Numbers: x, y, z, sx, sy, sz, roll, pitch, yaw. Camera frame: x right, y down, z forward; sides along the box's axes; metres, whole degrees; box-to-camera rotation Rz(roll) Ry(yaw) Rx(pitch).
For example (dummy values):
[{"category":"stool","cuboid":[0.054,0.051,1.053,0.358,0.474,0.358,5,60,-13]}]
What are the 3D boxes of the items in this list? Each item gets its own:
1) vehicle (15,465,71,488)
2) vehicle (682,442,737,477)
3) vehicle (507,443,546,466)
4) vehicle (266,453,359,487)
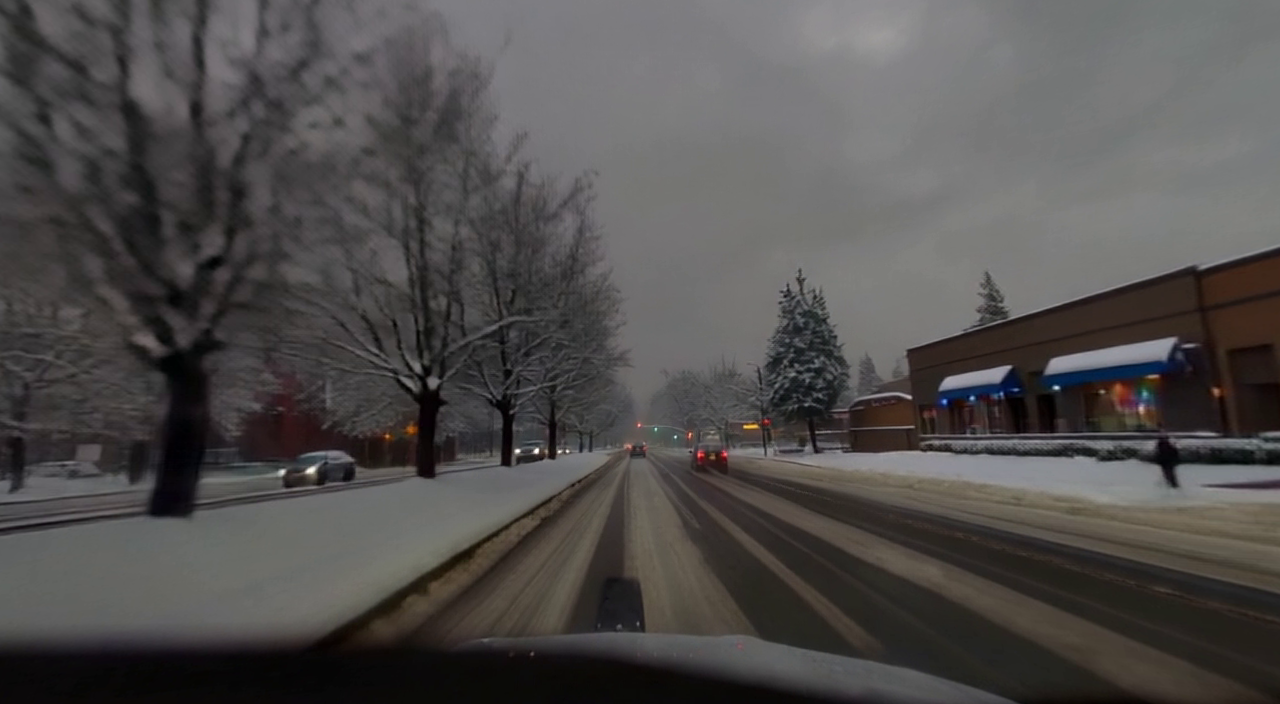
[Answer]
[{"category":"vehicle","cuboid":[-45.413,9.433,48.159,1.856,1.488,4.394,5,-10,-28]},{"category":"vehicle","cuboid":[3.157,5.006,29.631,1.983,1.482,4.463,0,-9,-1]},{"category":"vehicle","cuboid":[-8.870,8.087,49.863,2.157,1.720,4.563,0,-9,1]},{"category":"vehicle","cuboid":[-15.601,5.613,30.418,2.000,1.452,4.469,0,-9,1]}]
